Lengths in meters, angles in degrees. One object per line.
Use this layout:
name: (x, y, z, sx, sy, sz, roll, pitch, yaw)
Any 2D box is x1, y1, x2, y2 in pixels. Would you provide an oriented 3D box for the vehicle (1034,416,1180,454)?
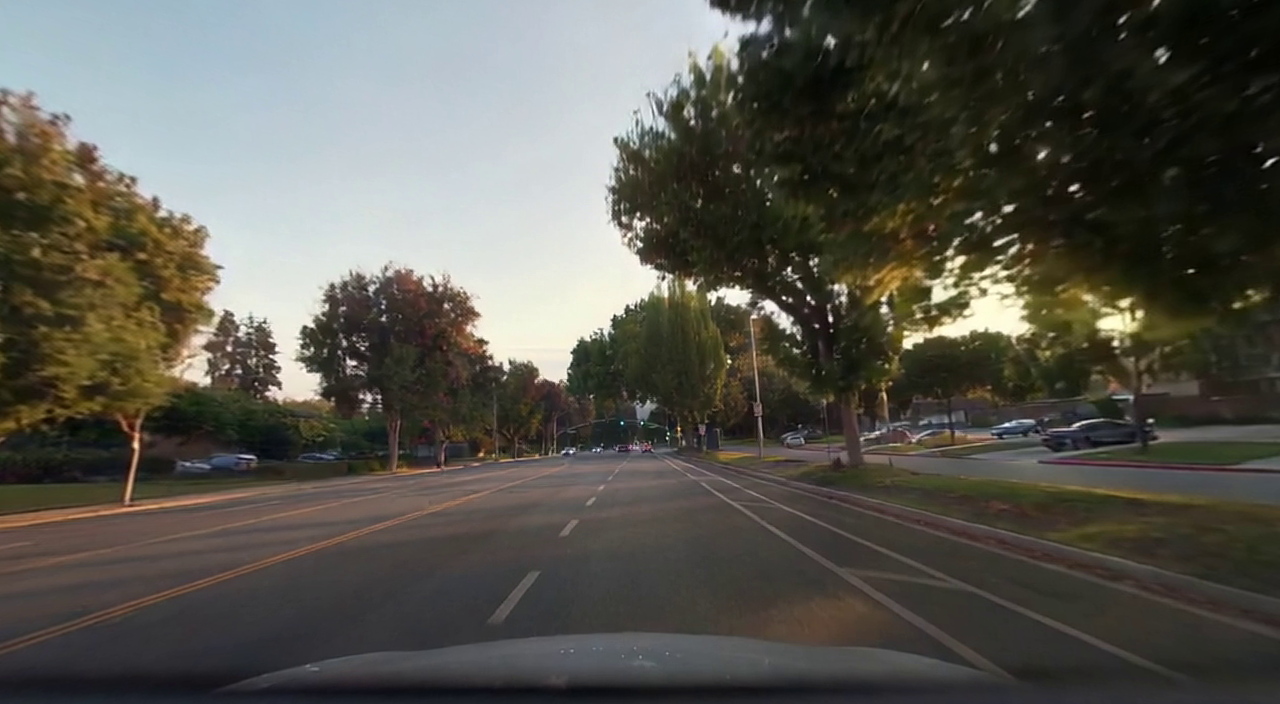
vehicle: (22.489, 4.024, 30.614, 5.268, 1.720, 2.149, -1, -9, 1)

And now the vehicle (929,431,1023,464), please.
vehicle: (16.015, 4.593, 30.443, 1.849, 1.415, 4.801, 0, -9, 0)

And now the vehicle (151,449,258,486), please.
vehicle: (-24.666, 6.543, 35.878, 4.715, 1.451, 1.863, -5, -3, -3)

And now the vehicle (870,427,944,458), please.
vehicle: (15.655, 5.380, 37.399, 2.106, 1.670, 5.008, 0, -9, -1)
